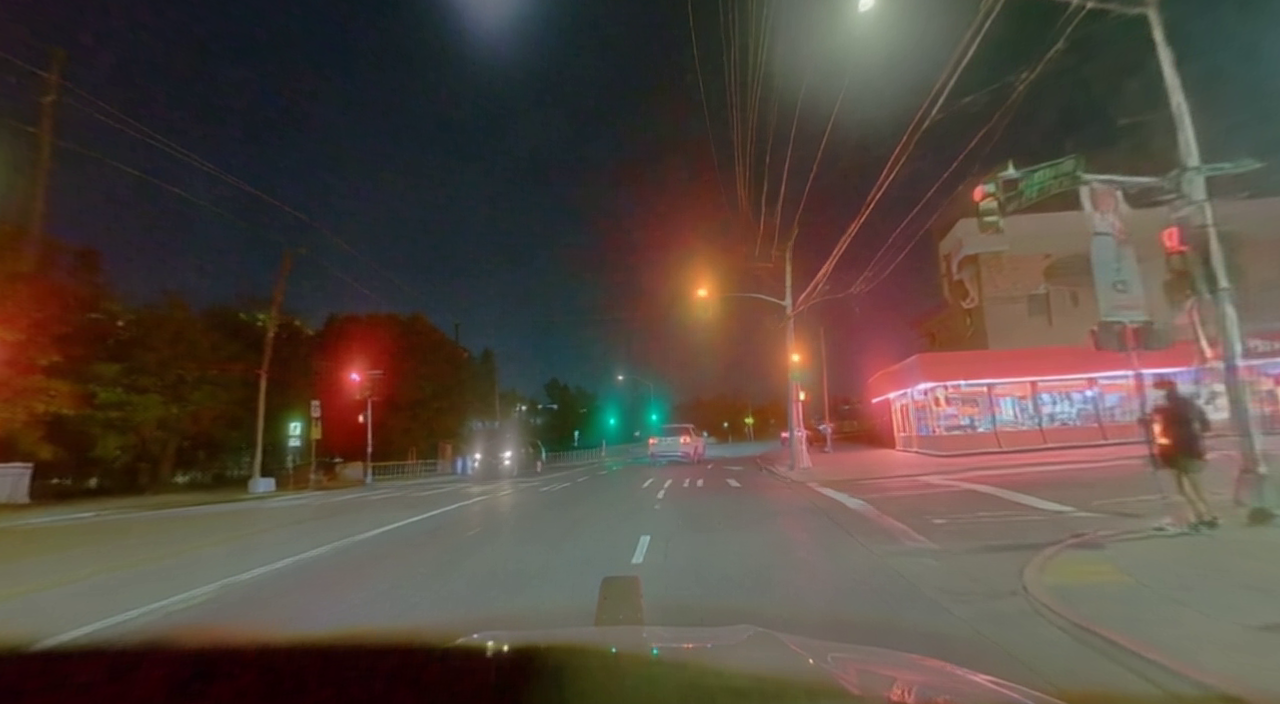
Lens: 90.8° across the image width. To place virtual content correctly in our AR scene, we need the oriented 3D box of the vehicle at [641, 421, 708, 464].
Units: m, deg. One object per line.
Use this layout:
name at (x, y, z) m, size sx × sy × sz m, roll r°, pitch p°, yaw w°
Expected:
vehicle at (1.625, 4.005, 27.822) m, size 2.101 × 1.721 × 4.364 m, roll -3°, pitch -9°, yaw 14°

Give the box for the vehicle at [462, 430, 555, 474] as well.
vehicle at (-5.544, 4.305, 27.354) m, size 2.017 × 1.684 × 4.483 m, roll -3°, pitch -9°, yaw 16°
